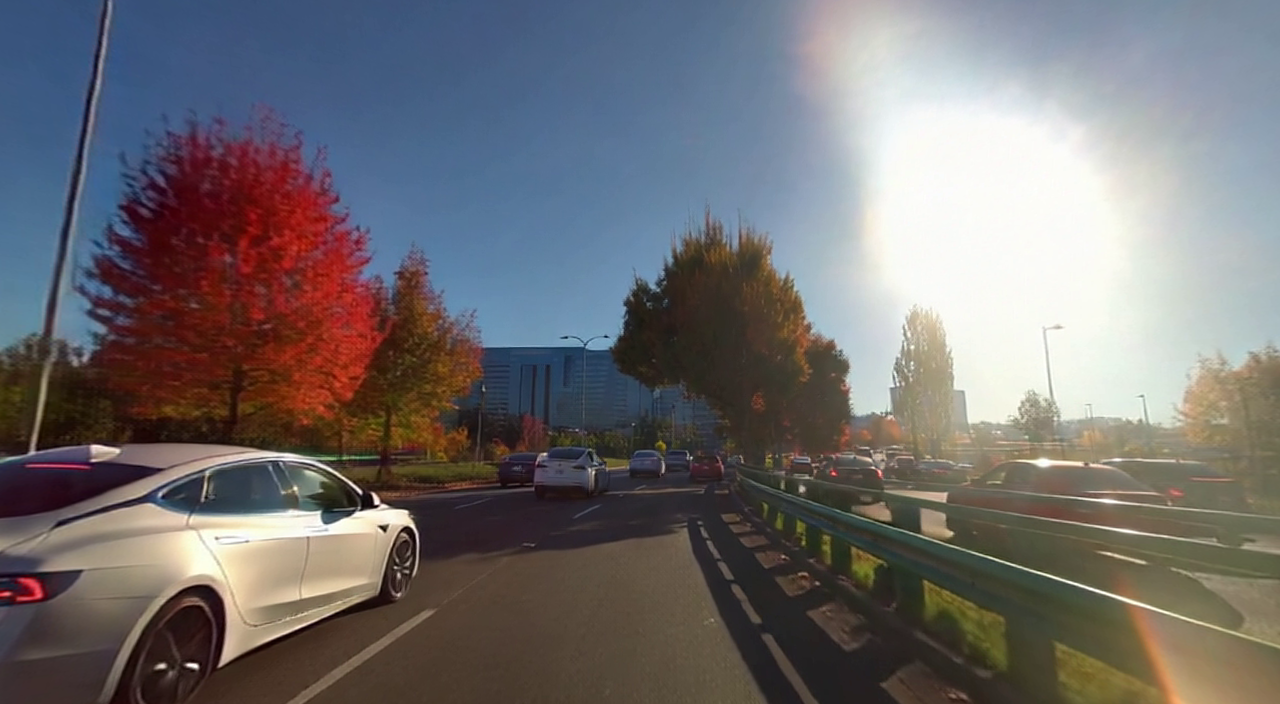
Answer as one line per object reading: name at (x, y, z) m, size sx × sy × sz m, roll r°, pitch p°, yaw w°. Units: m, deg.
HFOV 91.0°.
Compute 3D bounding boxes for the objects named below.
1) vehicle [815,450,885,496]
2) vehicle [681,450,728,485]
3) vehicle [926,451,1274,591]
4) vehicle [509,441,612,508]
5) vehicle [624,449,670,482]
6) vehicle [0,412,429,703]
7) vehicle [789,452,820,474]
vehicle at (8.309, 4.763, 25.275) m, size 1.768 × 1.634 × 4.064 m, roll 0°, pitch -9°, yaw 6°
vehicle at (3.132, 5.466, 30.093) m, size 2.015 × 1.506 × 4.276 m, roll -1°, pitch -9°, yaw 9°
vehicle at (6.311, 2.298, 9.586) m, size 1.869 × 1.516 × 4.753 m, roll 0°, pitch -9°, yaw 2°
vehicle at (-2.155, 3.502, 18.525) m, size 1.979 × 1.663 × 4.513 m, roll 0°, pitch -9°, yaw 6°
vehicle at (0.463, 6.203, 34.740) m, size 1.930 × 1.635 × 4.260 m, roll -1°, pitch -9°, yaw 9°
vehicle at (-3.266, 1.297, 4.466) m, size 1.921 × 1.503 × 4.317 m, roll 0°, pitch -9°, yaw 2°
vehicle at (12.722, 8.563, 48.845) m, size 1.890 × 1.610 × 4.045 m, roll -1°, pitch -9°, yaw 9°
